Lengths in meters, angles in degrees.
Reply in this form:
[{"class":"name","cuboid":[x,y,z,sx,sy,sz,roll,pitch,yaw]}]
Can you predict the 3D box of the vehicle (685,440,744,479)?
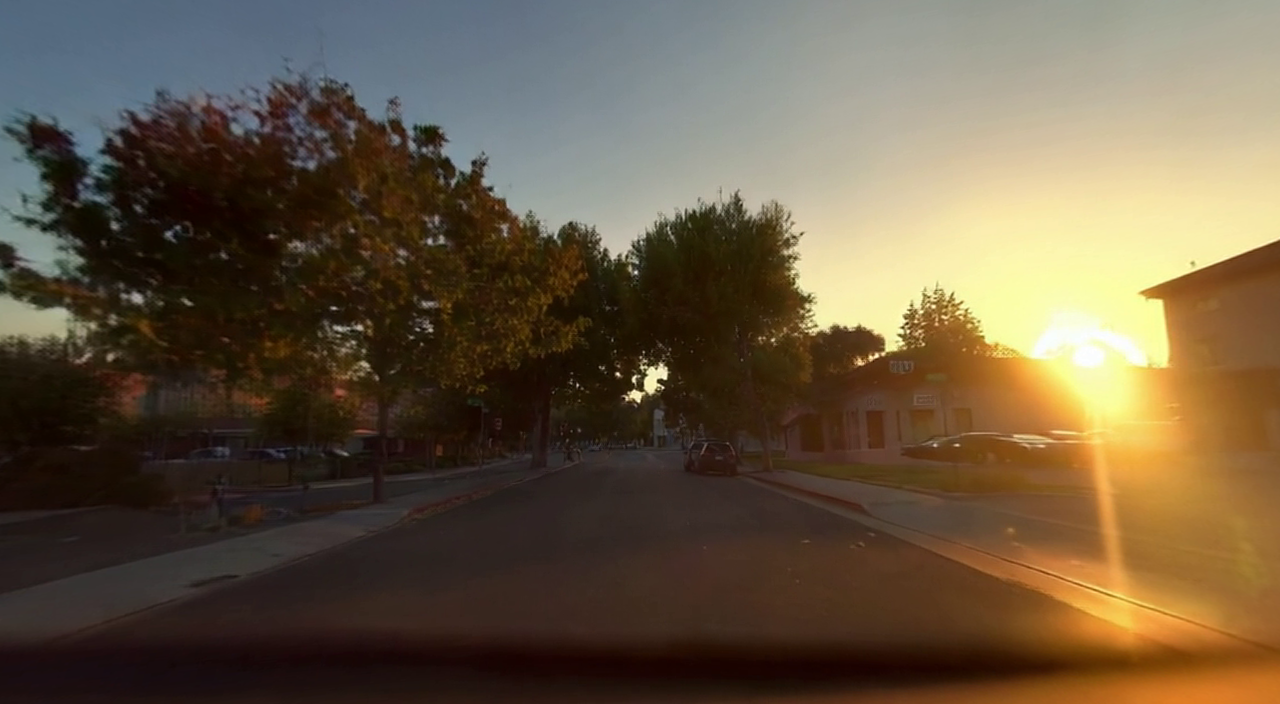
[{"class":"vehicle","cuboid":[3.127,4.619,27.419,2.064,1.532,4.596,0,-8,1]}]
